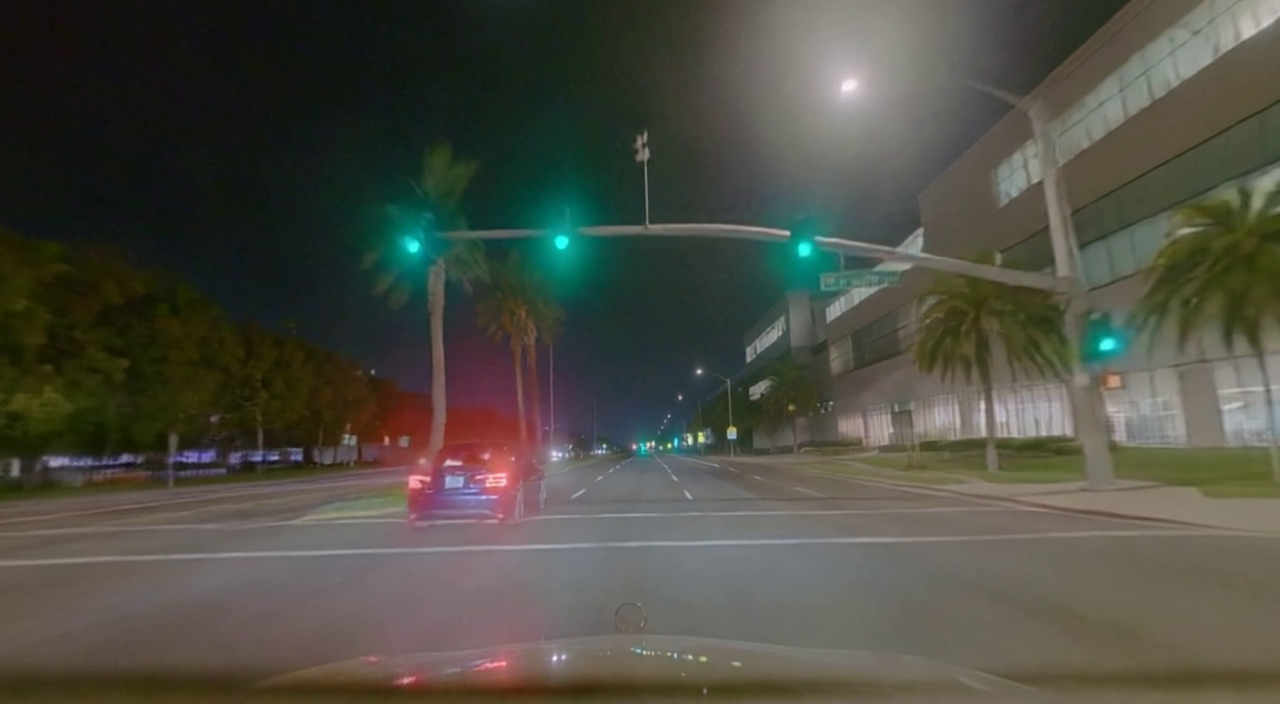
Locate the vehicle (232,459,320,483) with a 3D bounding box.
[{"bbox_3d":[-24.674,8.095,42.850,4.603,1.480,2.167,0,-8,1],"label":"vehicle"}]

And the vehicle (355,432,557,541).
[{"bbox_3d":[-2.958,2.279,11.472,2.162,1.549,4.795,0,-8,1],"label":"vehicle"}]
